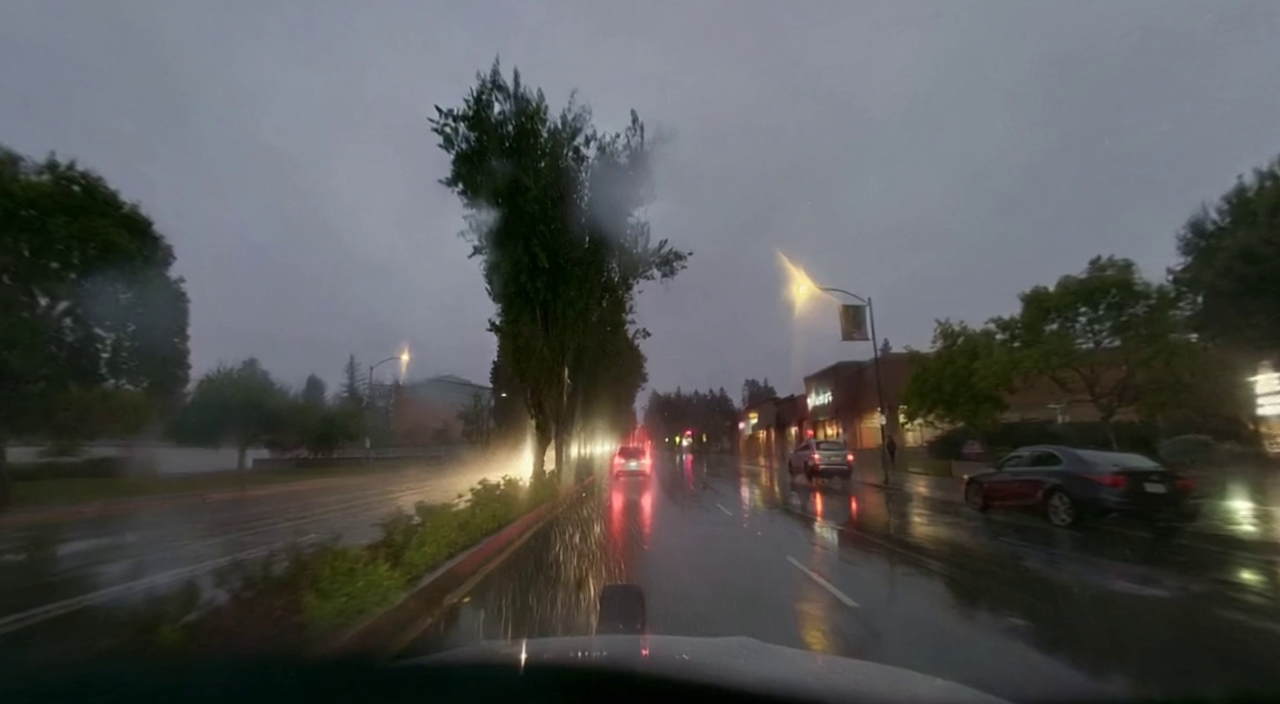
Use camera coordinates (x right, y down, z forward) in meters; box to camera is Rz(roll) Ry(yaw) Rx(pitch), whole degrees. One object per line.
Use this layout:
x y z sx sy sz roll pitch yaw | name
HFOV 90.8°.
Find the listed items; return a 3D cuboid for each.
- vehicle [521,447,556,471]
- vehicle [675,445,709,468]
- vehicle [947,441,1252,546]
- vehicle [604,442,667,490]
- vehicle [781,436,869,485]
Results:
-6.809 7.206 42.788 1.999 1.531 4.011 0 -9 -4 | vehicle
3.493 7.051 42.831 1.910 1.474 4.003 0 -9 -1 | vehicle
7.747 2.387 11.450 1.942 1.473 4.742 0 -9 0 | vehicle
-0.166 3.871 21.748 2.006 1.487 3.535 0 -9 -1 | vehicle
7.531 4.462 26.338 2.165 1.787 5.231 0 -9 1 | vehicle
